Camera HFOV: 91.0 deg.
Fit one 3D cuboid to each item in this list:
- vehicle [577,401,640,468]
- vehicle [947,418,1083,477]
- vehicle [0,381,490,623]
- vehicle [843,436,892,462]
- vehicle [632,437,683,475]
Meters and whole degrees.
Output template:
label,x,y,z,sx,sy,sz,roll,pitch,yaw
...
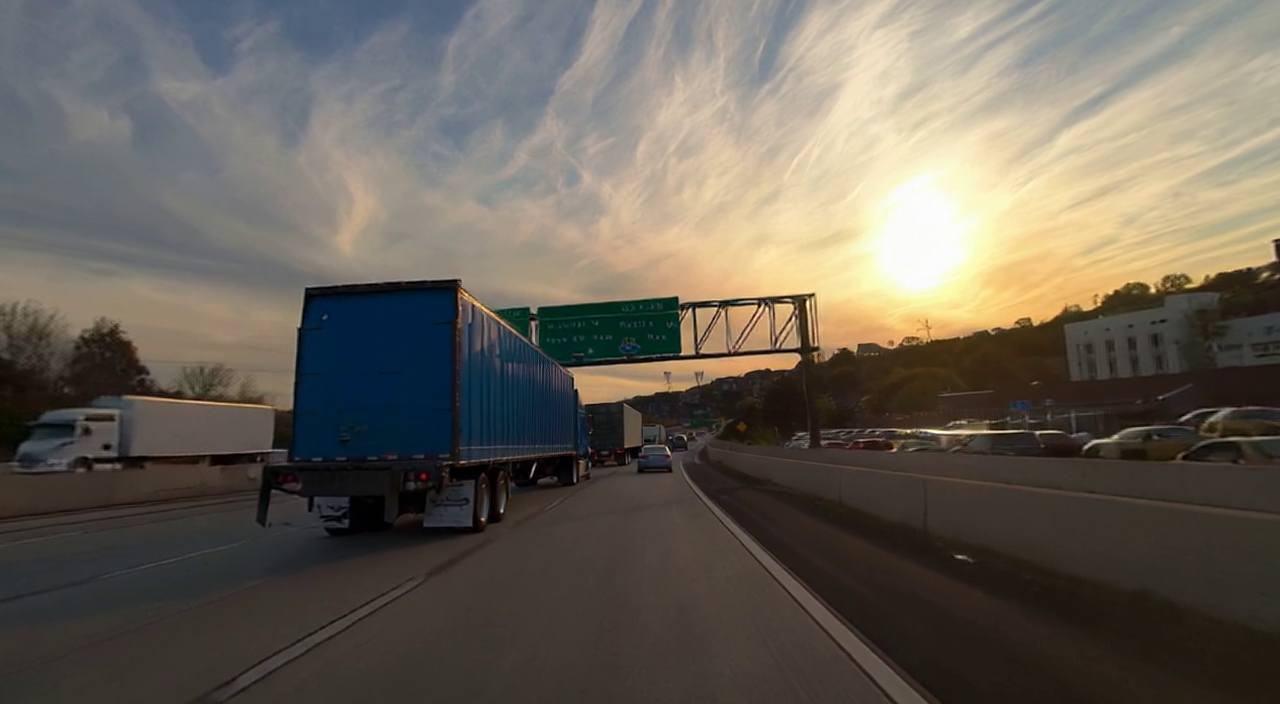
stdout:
label,x,y,z,sx,sy,sz,roll,pitch,yaw
vehicle,-1.872,5.535,41.819,3.073,3.894,9.782,-1,-9,3
vehicle,14.619,3.798,25.091,2.186,2.074,5.586,-1,-9,3
vehicle,-3.400,1.357,6.472,2.896,1.779,3.441,1,-8,-1
vehicle,15.755,6.777,43.936,2.022,1.675,4.792,-1,-9,6
vehicle,0.847,4.804,29.228,2.178,1.640,4.071,-1,-9,3
